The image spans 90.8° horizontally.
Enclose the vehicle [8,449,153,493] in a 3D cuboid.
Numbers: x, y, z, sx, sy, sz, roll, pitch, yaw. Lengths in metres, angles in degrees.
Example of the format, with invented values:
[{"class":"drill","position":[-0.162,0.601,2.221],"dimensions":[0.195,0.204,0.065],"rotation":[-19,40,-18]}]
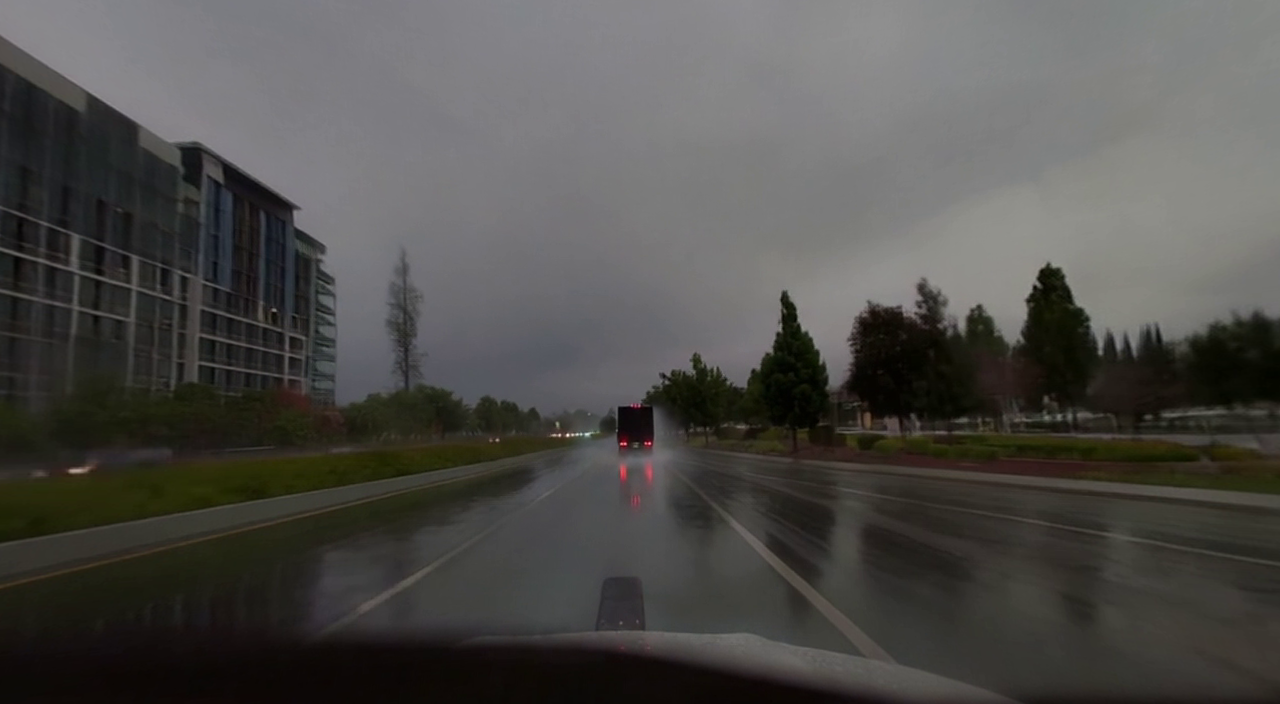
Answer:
[{"class":"vehicle","position":[-20.481,4.338,23.379],"dimensions":[1.744,1.467,3.945],"rotation":[0,-9,0]}]

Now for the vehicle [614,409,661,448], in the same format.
[{"class":"vehicle","position":[-0.220,4.012,32.464],"dimensions":[2.178,1.829,4.932],"rotation":[0,-9,-3]}]
